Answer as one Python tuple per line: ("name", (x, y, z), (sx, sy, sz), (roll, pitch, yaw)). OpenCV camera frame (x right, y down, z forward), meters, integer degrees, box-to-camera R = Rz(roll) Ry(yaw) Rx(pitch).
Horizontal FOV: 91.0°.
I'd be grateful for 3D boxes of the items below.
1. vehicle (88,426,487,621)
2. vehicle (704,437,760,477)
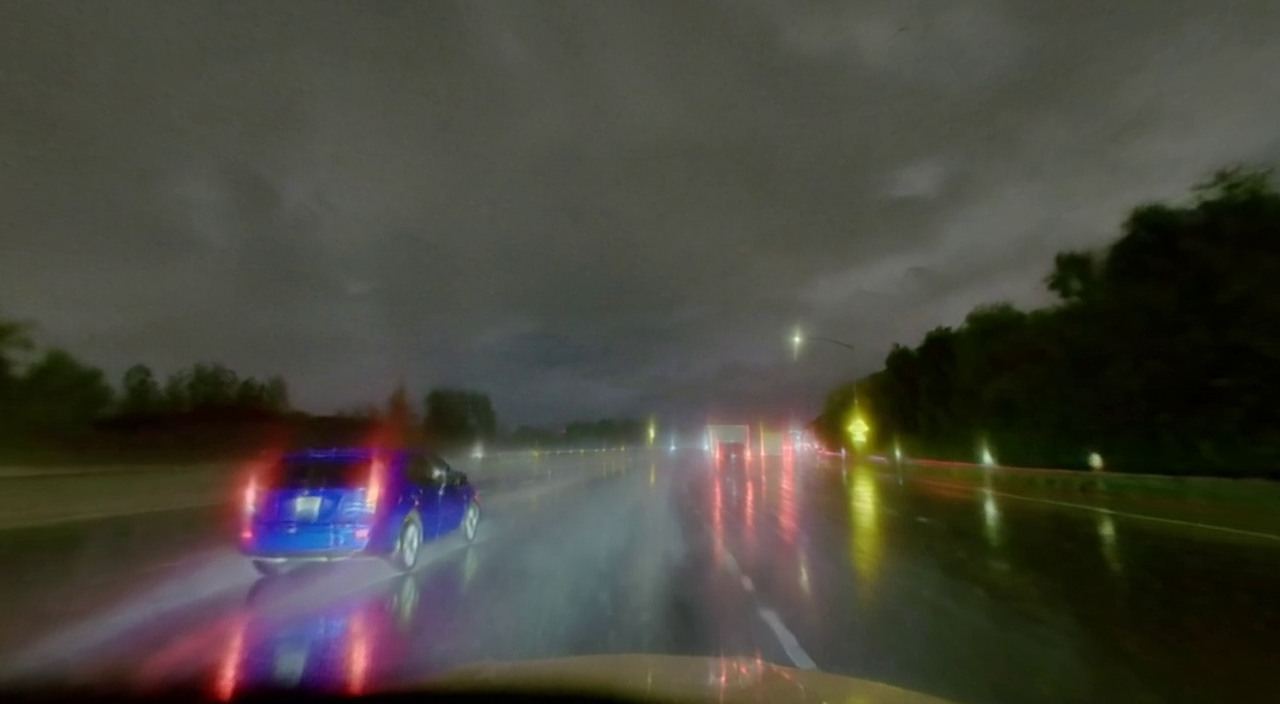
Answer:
("vehicle", (-3.287, 1.677, 7.151), (1.937, 1.490, 4.372), (0, -9, 1))
("vehicle", (4.487, 5.204, 31.431), (2.225, 1.833, 4.340), (0, -9, 1))
